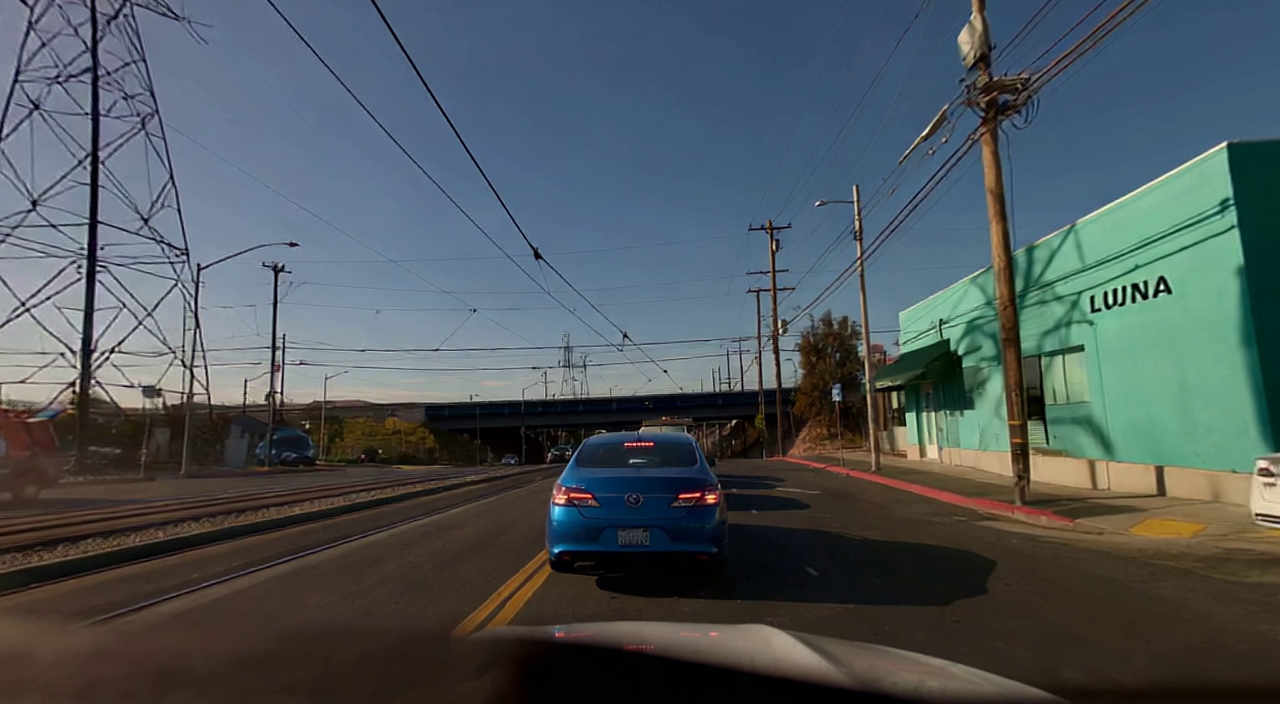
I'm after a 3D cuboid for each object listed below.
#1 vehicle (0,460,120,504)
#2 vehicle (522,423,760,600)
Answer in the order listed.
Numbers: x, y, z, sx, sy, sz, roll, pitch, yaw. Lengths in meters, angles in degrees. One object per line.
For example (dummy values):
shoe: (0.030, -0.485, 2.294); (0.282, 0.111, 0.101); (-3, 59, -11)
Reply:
vehicle: (-21.929, 4.673, 22.835); (4.566, 1.453, 1.935); (-1, -9, 5)
vehicle: (0.093, 1.709, 7.618); (2.090, 1.518, 4.033); (-1, -9, 3)
